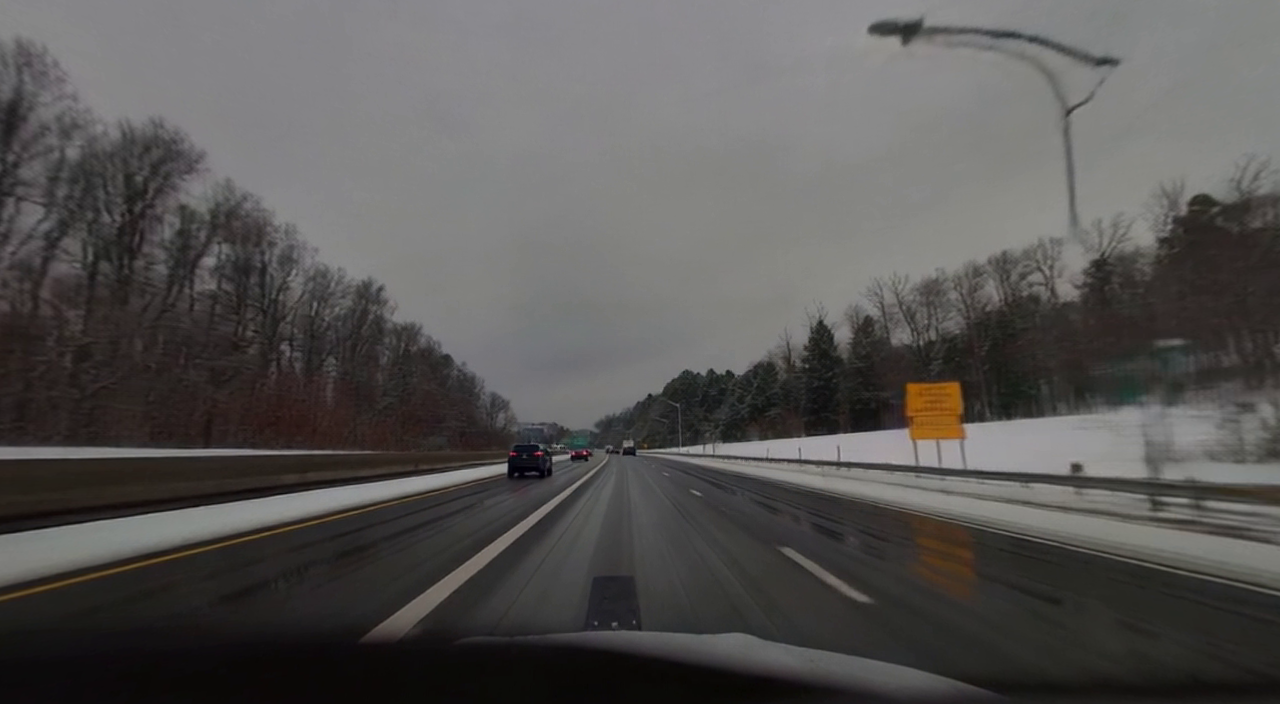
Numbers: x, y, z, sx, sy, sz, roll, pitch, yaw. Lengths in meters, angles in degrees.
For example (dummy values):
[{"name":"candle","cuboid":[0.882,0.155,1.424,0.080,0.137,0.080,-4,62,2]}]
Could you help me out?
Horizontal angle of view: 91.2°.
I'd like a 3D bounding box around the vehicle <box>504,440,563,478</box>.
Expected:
[{"name":"vehicle","cuboid":[-5.086,5.182,30.534,2.151,1.693,4.201,0,-9,-1]}]
